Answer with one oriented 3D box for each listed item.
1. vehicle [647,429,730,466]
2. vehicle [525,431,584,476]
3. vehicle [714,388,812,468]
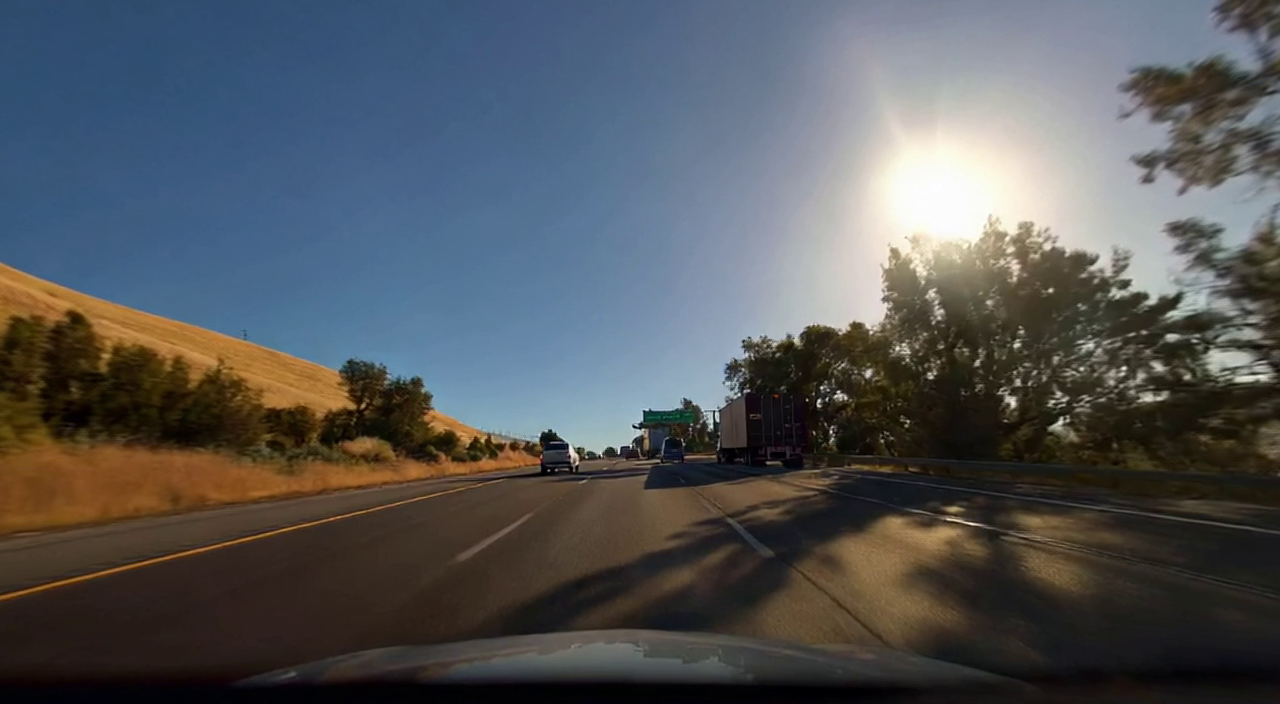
[{"bbox_3d":[3.062,6.171,40.832,5.075,2.277,2.365,0,-9,-2],"label":"vehicle"},{"bbox_3d":[-4.016,4.892,30.542,2.193,1.977,4.759,0,-9,0],"label":"vehicle"},{"bbox_3d":[7.394,5.239,41.369,2.935,4.187,16.357,0,-9,-1],"label":"vehicle"}]
